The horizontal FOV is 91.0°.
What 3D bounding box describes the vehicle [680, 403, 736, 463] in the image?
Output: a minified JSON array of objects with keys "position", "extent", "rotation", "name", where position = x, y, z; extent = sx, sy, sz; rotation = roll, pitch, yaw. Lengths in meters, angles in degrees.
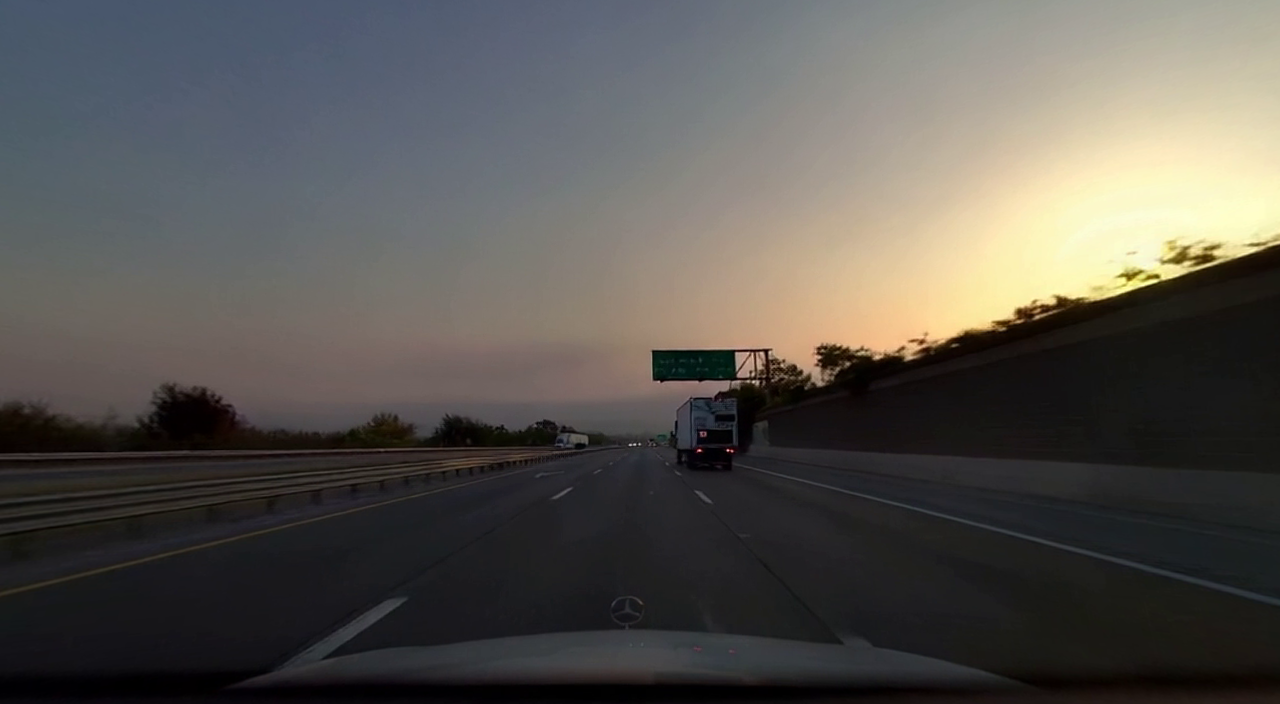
[{"position":[4.854,6.077,46.634],"extent":[3.208,3.950,8.714],"rotation":[0,-8,0],"name":"vehicle"}]
